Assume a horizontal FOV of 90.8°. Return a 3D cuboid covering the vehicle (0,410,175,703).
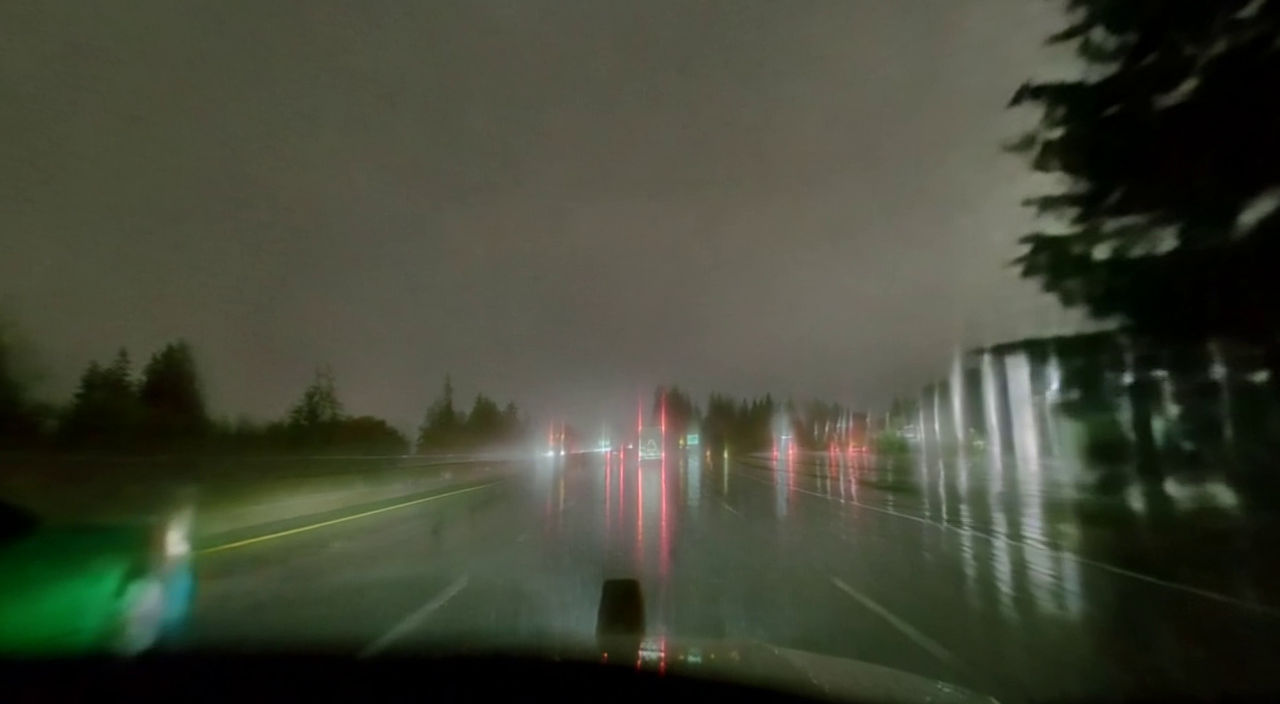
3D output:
[{"bbox_3d":[-3.793,0.827,1.699,1.886,1.465,4.119,0,-9,1],"label":"vehicle"}]
